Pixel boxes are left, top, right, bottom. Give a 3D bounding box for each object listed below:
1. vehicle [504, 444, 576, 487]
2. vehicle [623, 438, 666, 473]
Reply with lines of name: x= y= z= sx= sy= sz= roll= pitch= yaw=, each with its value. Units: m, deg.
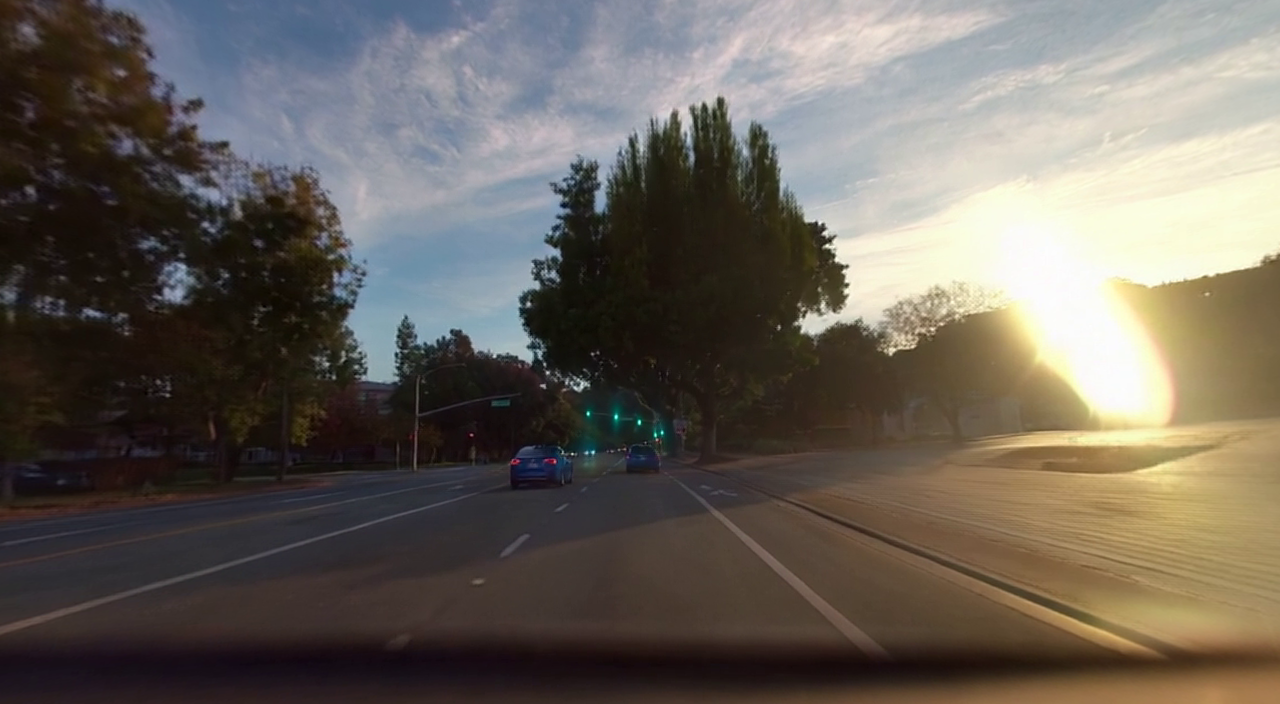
vehicle: x=-3.667 y=4.238 z=23.882 sx=2.036 sy=1.447 sz=4.044 roll=0 pitch=-8 yaw=1
vehicle: x=0.163 y=5.645 z=34.608 sx=2.215 sy=1.799 sz=4.426 roll=0 pitch=-8 yaw=-2
